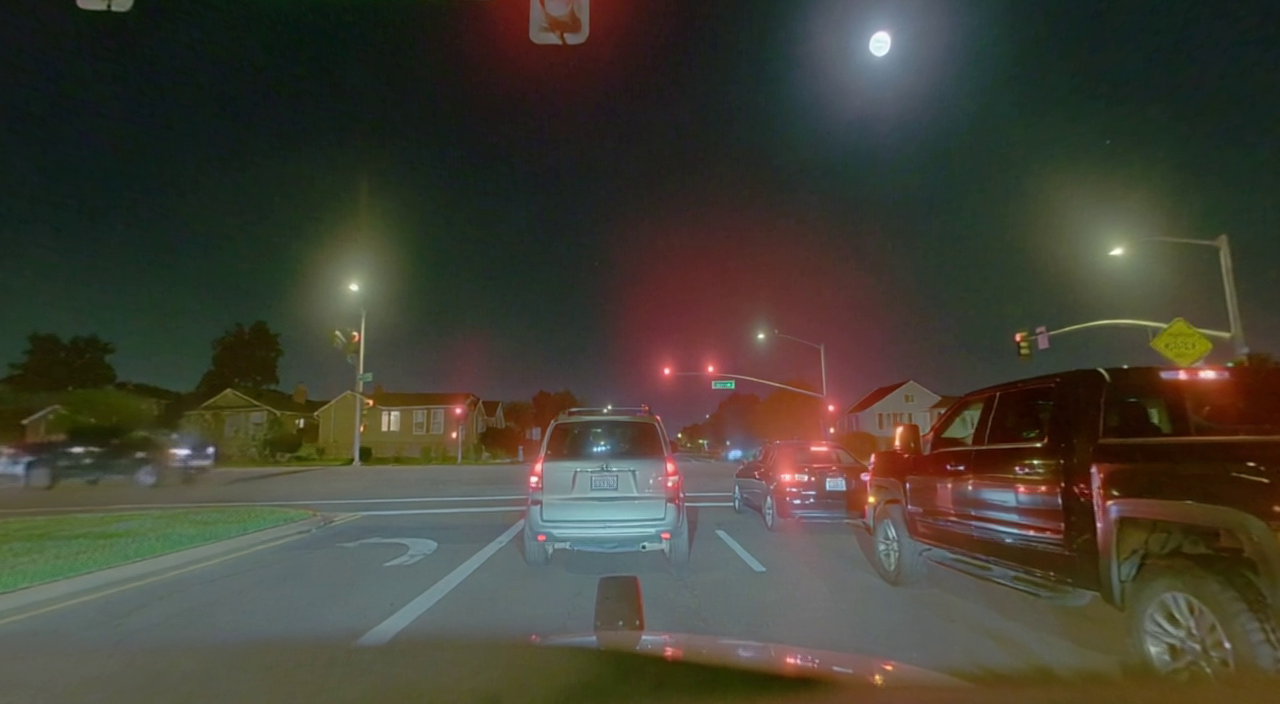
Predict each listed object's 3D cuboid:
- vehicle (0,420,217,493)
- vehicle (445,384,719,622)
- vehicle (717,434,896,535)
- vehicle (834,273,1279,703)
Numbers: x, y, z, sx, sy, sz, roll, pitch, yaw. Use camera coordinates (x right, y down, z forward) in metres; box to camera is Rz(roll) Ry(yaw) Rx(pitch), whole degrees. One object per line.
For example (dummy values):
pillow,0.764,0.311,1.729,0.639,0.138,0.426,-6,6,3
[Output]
vehicle,-18.398,3.497,21.313,6.403,2.287,2.039,1,-8,-9
vehicle,-0.292,1.403,6.670,1.915,1.780,3.379,-2,-8,12
vehicle,2.717,2.270,11.531,1.952,1.465,4.421,0,-8,-2
vehicle,2.977,0.954,3.901,1.886,1.849,5.070,0,-8,-1
